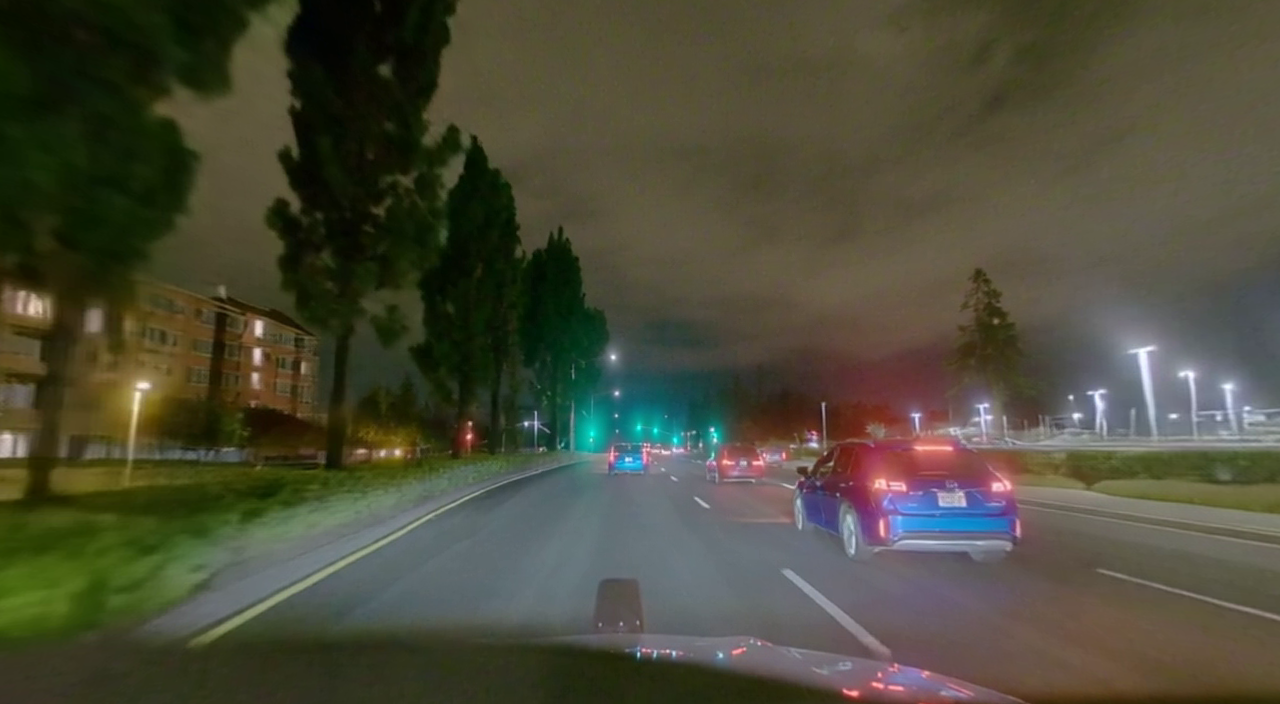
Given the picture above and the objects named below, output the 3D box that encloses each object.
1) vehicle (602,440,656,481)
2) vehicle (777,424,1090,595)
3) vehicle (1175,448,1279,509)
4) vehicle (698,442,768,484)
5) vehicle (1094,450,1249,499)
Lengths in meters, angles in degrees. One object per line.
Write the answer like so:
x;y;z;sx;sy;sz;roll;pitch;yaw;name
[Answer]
-0.415;4.246;24.993;1.994;1.479;3.647;0;-8;-1;vehicle
3.050;1.696;7.619;1.852;1.498;3.825;0;-9;-1;vehicle
17.407;3.454;17.683;4.423;1.497;1.965;4;-10;-26;vehicle
3.415;4.158;23.996;1.908;1.453;4.230;0;-9;-1;vehicle
17.293;3.922;20.554;4.357;1.411;2.067;4;-9;-25;vehicle
